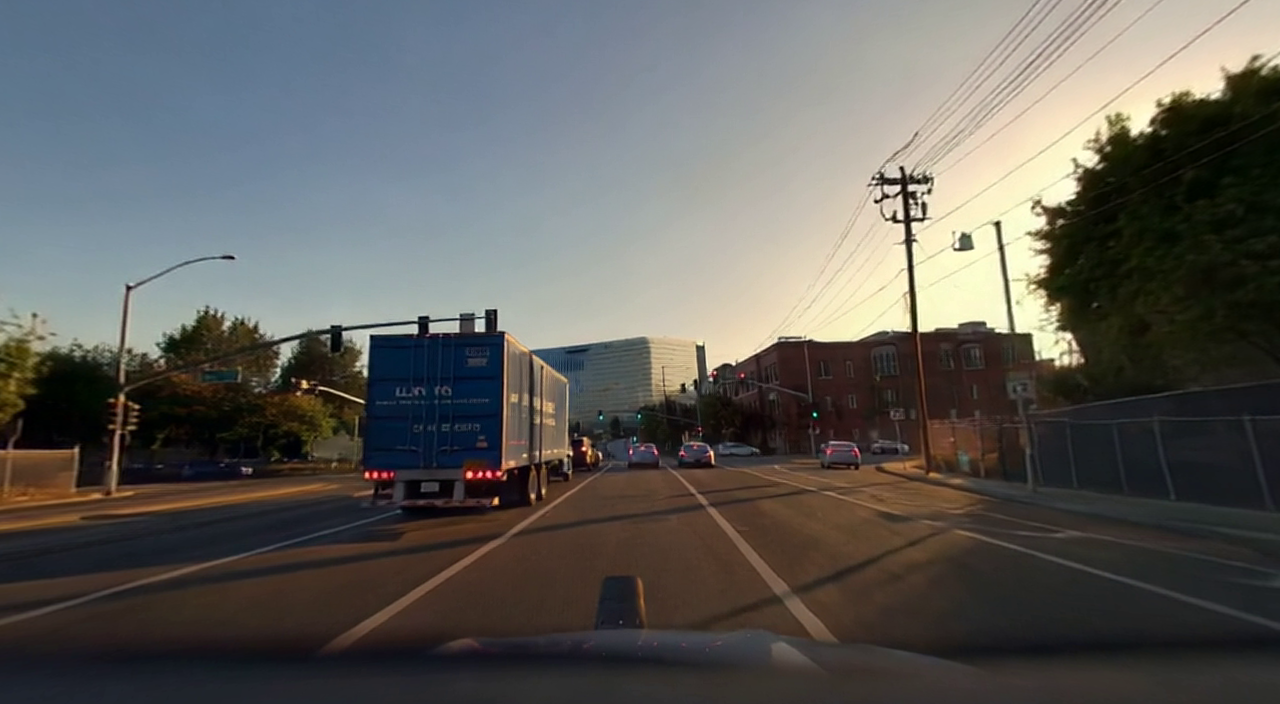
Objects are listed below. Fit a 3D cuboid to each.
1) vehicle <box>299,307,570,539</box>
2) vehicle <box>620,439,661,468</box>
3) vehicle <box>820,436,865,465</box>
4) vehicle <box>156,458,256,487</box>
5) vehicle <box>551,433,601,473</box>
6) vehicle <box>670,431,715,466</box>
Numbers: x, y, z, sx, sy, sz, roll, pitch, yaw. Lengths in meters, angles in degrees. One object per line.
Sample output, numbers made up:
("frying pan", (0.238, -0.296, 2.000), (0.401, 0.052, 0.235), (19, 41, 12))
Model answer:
("vehicle", (-3.399, 1.599, 13.324), (2.889, 3.347, 8.285), (0, -8, 0))
("vehicle", (0.018, 5.571, 34.923), (2.117, 1.499, 4.036), (0, -8, -1))
("vehicle", (12.350, 5.940, 38.260), (2.102, 1.662, 4.533), (-4, -9, 23))
("vehicle", (-27.633, 7.681, 40.425), (4.718, 1.630, 2.087), (2, -9, -14))
("vehicle", (-3.133, 5.070, 31.894), (1.994, 1.806, 4.564), (0, -8, 1))
("vehicle", (2.932, 5.552, 36.332), (2.086, 1.849, 4.607), (0, -8, -1))
